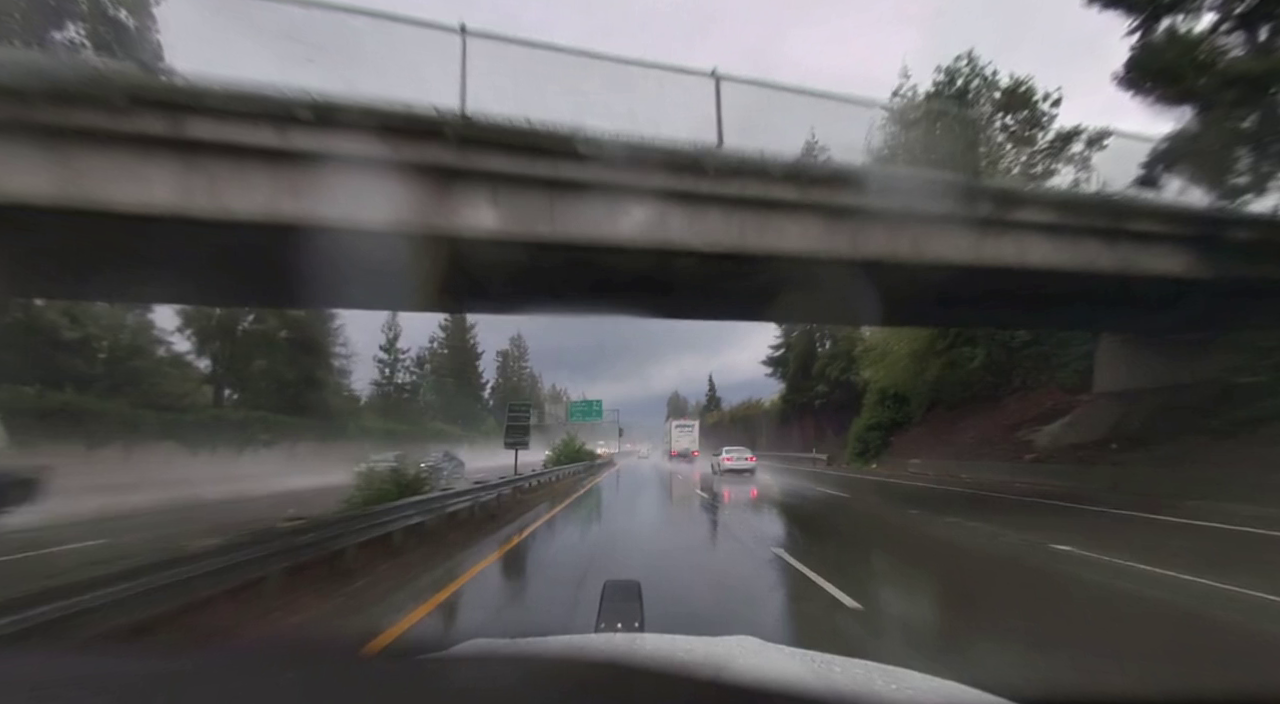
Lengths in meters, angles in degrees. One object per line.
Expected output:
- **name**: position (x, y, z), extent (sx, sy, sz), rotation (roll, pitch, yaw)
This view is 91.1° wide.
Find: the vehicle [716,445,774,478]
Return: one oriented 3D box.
- **vehicle**: position (5.074, 5.328, 30.830), extent (1.917, 1.471, 4.149), rotation (0, -9, -3)
